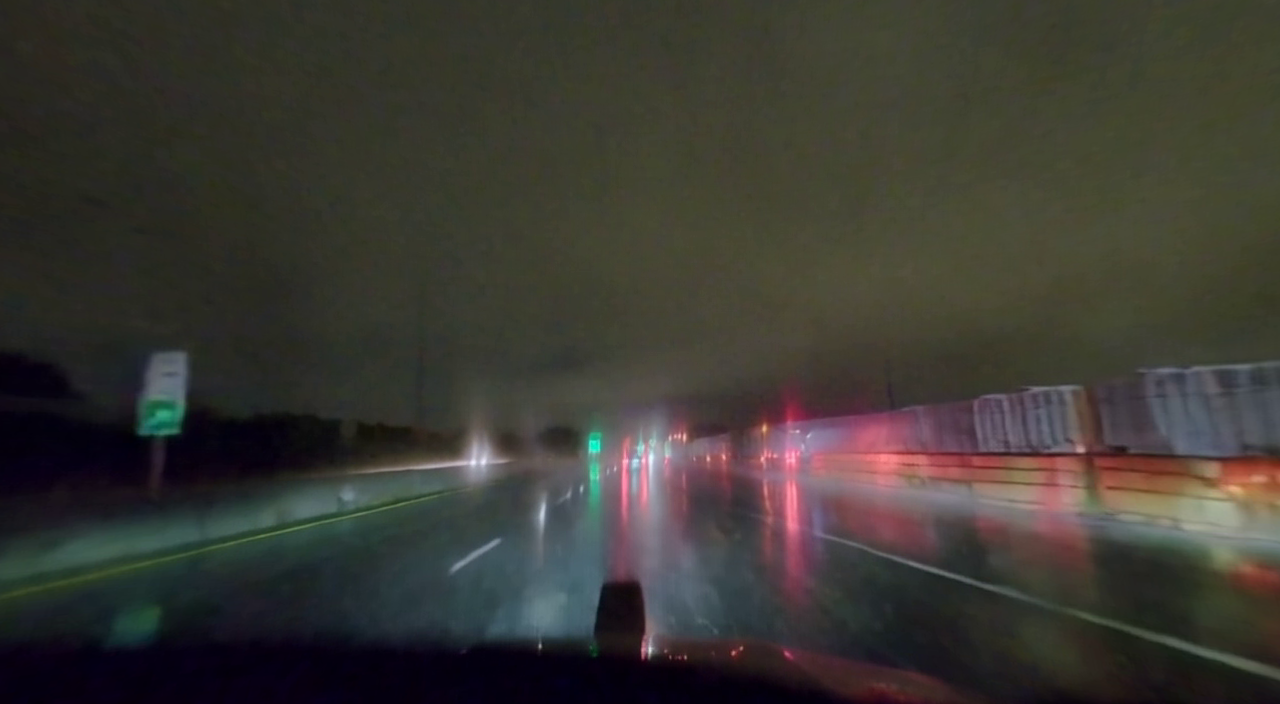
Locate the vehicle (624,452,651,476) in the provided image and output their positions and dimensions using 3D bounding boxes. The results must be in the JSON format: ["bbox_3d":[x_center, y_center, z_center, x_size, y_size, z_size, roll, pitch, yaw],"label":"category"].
[{"bbox_3d":[-0.125,7.136,40.403,1.695,1.437,3.506,0,-9,1],"label":"vehicle"}]
